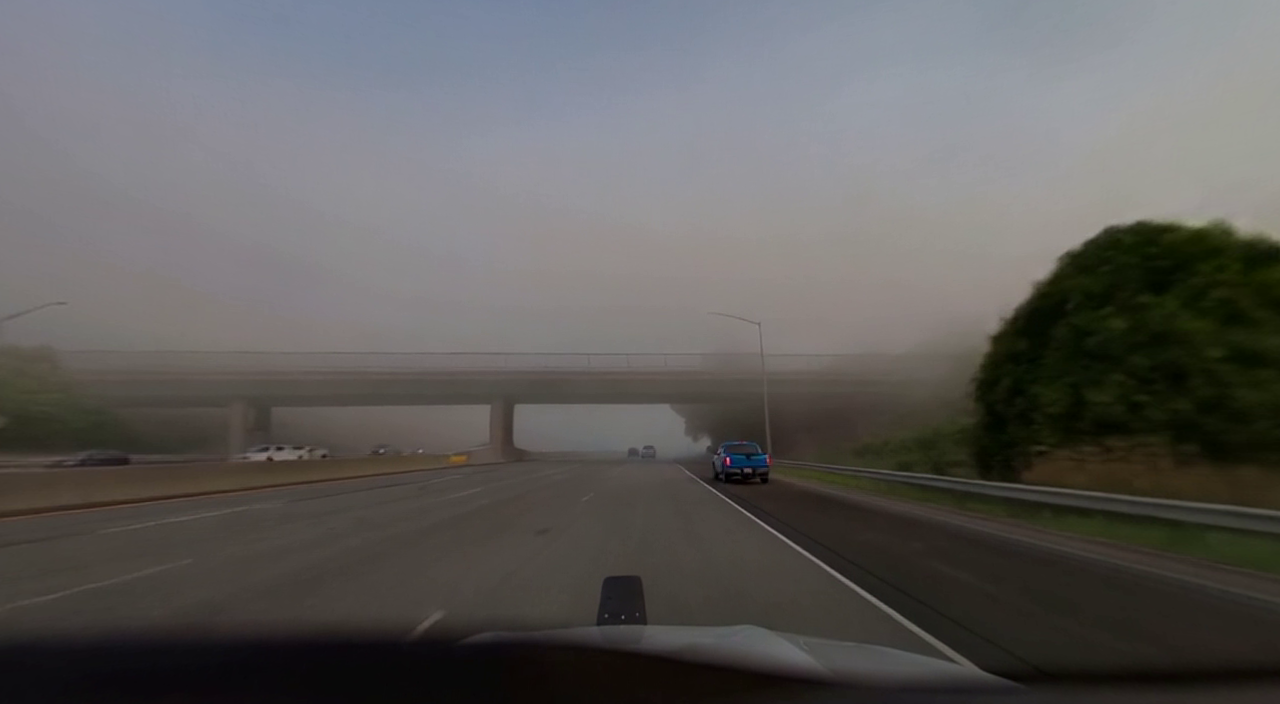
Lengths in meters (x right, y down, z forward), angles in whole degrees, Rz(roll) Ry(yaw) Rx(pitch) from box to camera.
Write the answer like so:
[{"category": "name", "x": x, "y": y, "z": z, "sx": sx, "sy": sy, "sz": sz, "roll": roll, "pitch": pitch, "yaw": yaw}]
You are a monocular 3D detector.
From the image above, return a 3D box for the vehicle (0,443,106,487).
[{"category": "vehicle", "x": -21.061, "y": 3.881, "z": 22.002, "sx": 1.656, "sy": 1.407, "sz": 3.479, "roll": 0, "pitch": -8, "yaw": 2}]

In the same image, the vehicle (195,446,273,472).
[{"category": "vehicle", "x": -23.748, "y": 6.246, "z": 37.061, "sx": 1.682, "sy": 1.398, "sz": 4.233, "roll": 0, "pitch": -8, "yaw": 1}]

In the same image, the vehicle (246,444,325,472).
[{"category": "vehicle", "x": -20.132, "y": 6.019, "z": 36.085, "sx": 1.871, "sy": 1.482, "sz": 4.368, "roll": 0, "pitch": -8, "yaw": 2}]

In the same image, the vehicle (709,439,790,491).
[{"category": "vehicle", "x": 3.767, "y": 3.966, "z": 22.603, "sx": 2.010, "sy": 1.637, "sz": 4.940, "roll": 0, "pitch": -8, "yaw": 0}]

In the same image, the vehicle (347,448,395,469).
[{"category": "vehicle", "x": -19.730, "y": 7.811, "z": 46.378, "sx": 1.788, "sy": 1.380, "sz": 3.674, "roll": 0, "pitch": -8, "yaw": 3}]
